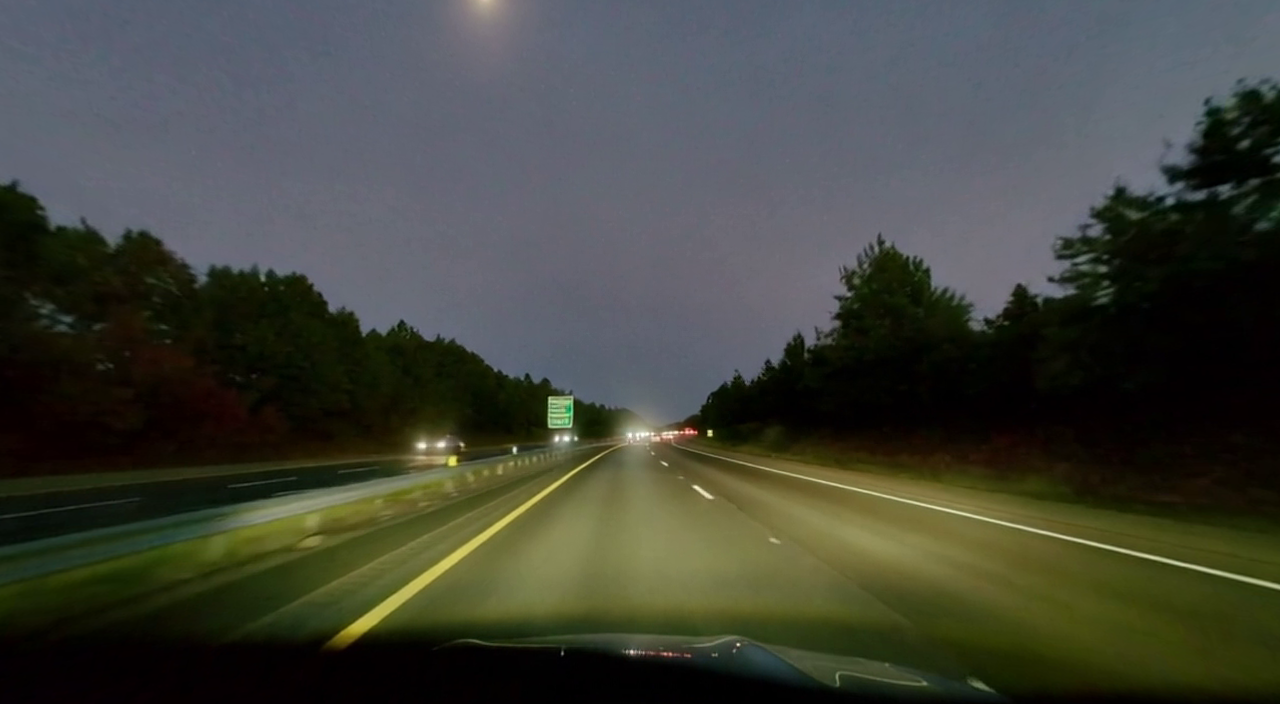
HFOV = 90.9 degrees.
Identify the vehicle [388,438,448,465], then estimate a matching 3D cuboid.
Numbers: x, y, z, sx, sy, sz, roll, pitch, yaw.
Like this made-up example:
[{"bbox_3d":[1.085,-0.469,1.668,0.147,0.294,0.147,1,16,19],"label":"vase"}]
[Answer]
[{"bbox_3d":[-12.654,5.664,36.213,1.827,1.448,4.398,0,-7,0],"label":"vehicle"}]
